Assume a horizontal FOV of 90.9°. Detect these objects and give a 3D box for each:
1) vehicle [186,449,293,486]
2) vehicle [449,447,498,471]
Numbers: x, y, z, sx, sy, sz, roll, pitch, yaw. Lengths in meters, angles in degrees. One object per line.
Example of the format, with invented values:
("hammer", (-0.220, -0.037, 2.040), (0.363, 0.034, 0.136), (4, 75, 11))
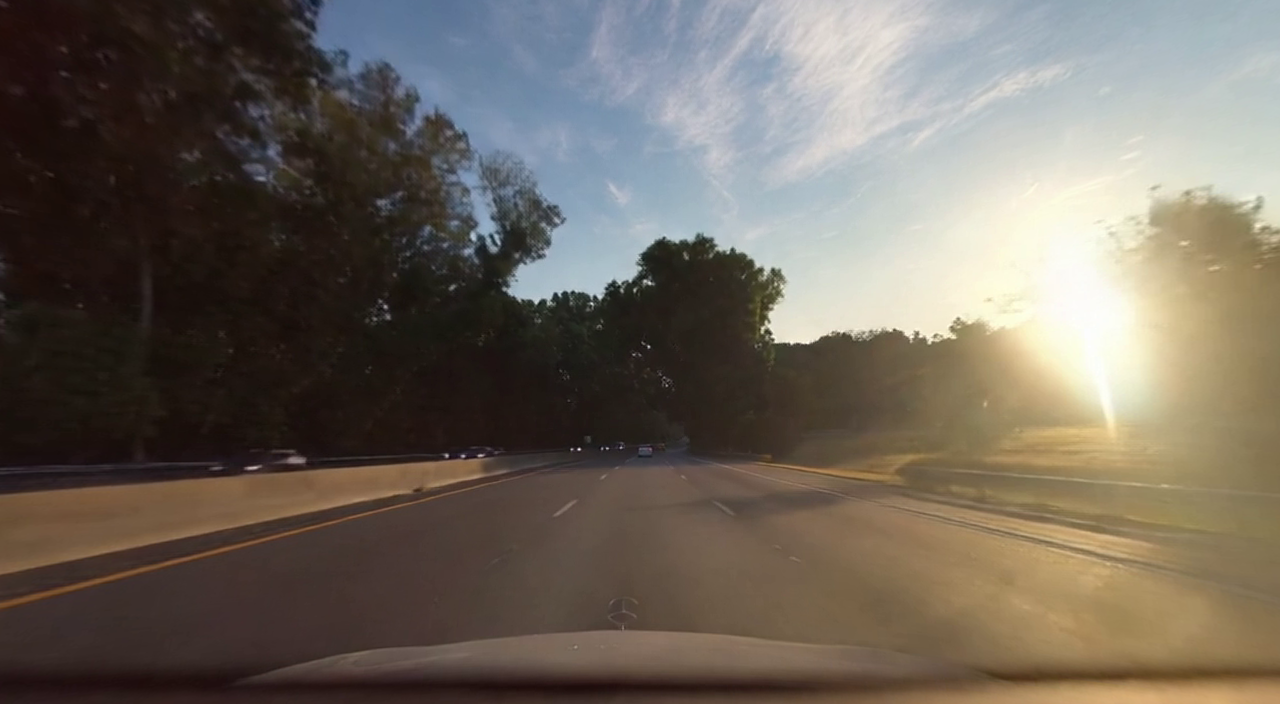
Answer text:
("vehicle", (-16.899, 4.871, 26.840), (1.872, 1.465, 3.915), (0, -9, 1))
("vehicle", (-11.230, 7.235, 42.827), (1.997, 1.549, 4.691), (0, -9, 1))
